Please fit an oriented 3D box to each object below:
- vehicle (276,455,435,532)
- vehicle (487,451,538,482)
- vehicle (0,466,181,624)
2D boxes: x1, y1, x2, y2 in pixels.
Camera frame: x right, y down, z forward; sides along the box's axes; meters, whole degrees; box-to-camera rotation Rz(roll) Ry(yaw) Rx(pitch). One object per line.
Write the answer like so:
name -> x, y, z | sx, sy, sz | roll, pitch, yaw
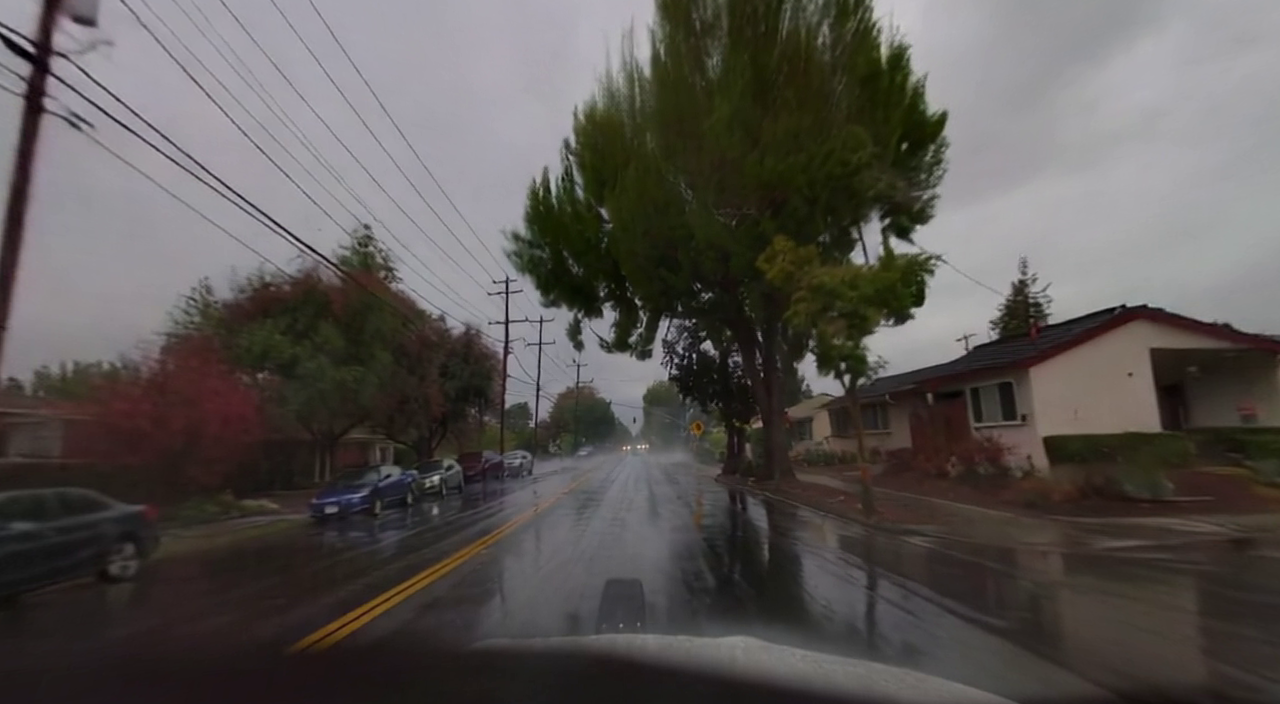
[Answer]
vehicle -> -7.363, 3.642, 16.951 | 1.839, 1.494, 4.757 | -9, -9, 2
vehicle -> -7.317, 6.549, 36.511 | 1.928, 1.481, 4.152 | -6, -9, 1
vehicle -> -7.476, 2.087, 6.978 | 1.949, 1.512, 3.818 | 0, -9, -1
